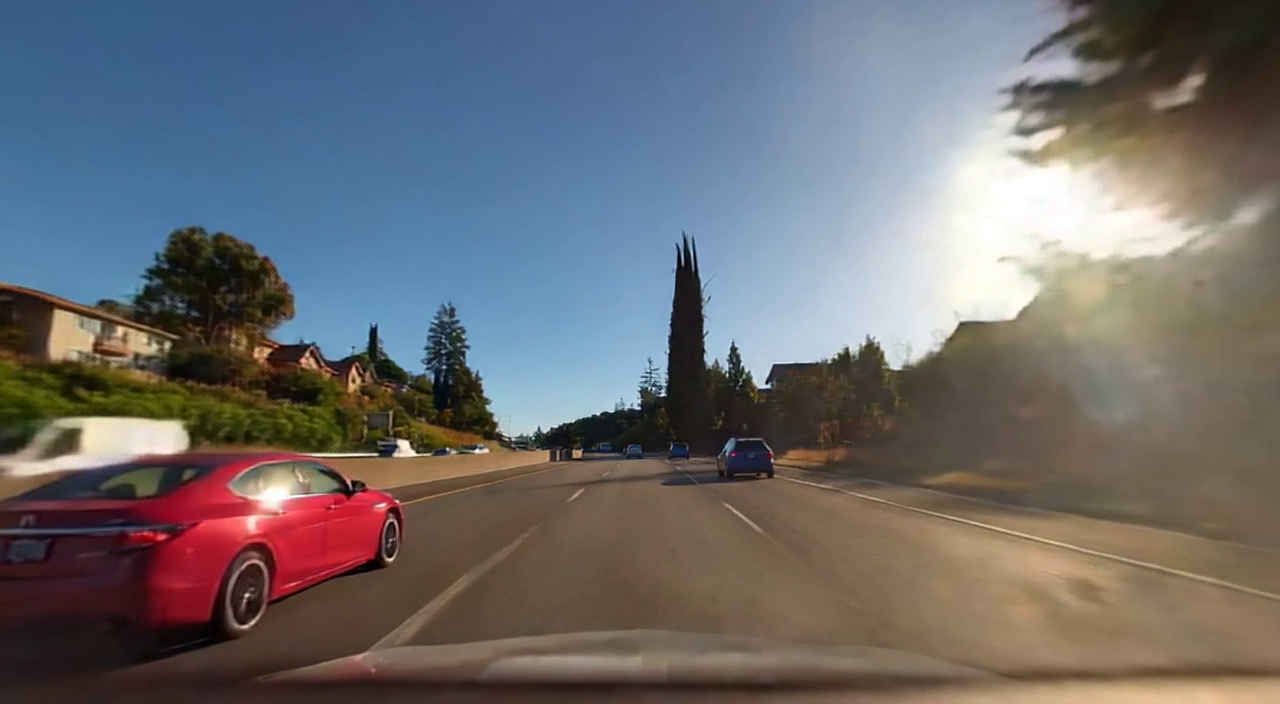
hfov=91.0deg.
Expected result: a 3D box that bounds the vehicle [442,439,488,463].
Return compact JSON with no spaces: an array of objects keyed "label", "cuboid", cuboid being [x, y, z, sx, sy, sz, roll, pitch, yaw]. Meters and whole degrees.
[{"label":"vehicle","cuboid":[-11.555,6.541,41.801,1.874,1.499,3.788,0,-9,0]}]

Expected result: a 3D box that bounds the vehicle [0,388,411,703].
[{"label":"vehicle","cuboid":[-3.585,1.233,4.691,2.036,1.528,4.400,0,-9,1]}]

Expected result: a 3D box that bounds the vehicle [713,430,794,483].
[{"label":"vehicle","cuboid":[3.937,3.723,22.620,2.092,1.686,4.188,0,-9,-1]}]
